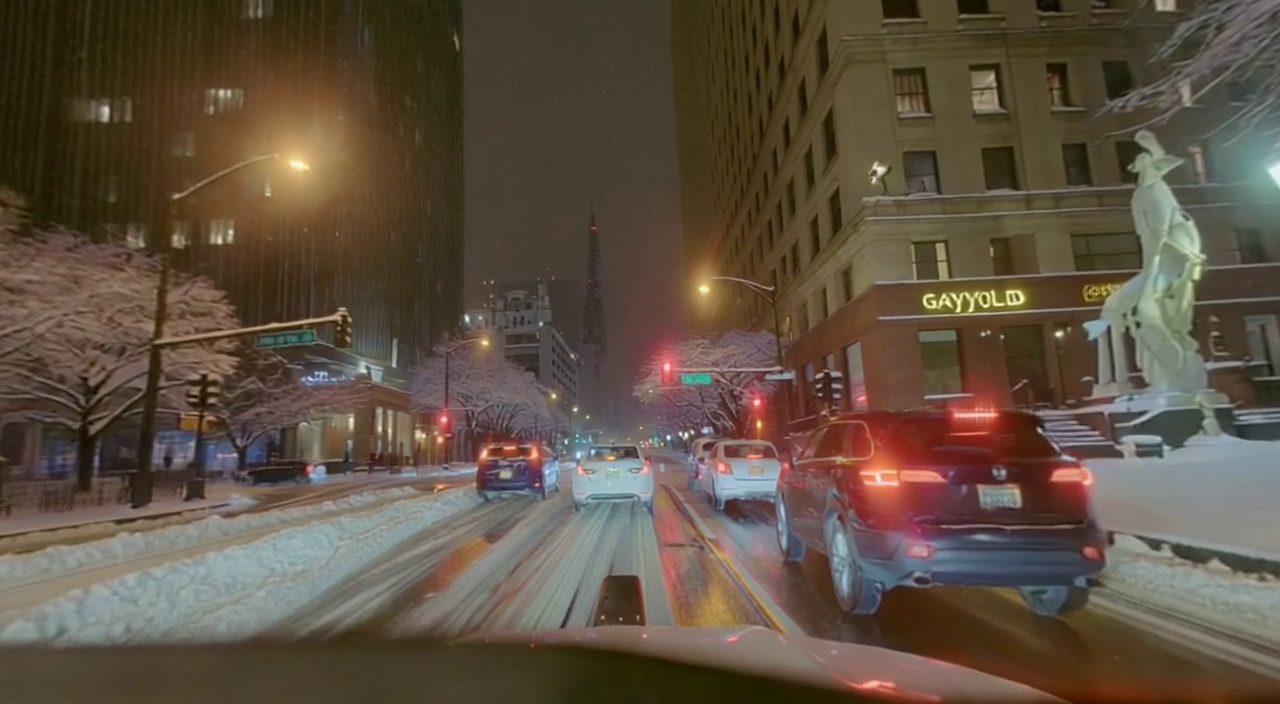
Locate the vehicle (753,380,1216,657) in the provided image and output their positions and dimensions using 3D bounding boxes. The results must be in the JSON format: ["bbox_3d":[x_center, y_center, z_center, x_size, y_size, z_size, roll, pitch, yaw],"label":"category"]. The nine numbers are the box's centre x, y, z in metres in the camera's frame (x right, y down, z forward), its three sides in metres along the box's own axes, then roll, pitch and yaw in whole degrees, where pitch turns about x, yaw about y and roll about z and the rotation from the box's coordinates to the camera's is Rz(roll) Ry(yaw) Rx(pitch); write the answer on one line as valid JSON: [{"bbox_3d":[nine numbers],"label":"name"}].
[{"bbox_3d":[2.629,1.405,6.377,2.096,1.775,4.440,0,-9,-1],"label":"vehicle"}]

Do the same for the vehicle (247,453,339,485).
[{"bbox_3d":[-20.701,6.988,37.880,4.612,1.752,1.953,4,-10,-25],"label":"vehicle"}]

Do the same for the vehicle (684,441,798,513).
[{"bbox_3d":[2.233,2.888,15.143,1.943,1.449,4.202,0,-9,-1],"label":"vehicle"}]

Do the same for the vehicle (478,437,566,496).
[{"bbox_3d":[-3.587,3.595,20.224,2.045,1.633,4.864,0,-9,-2],"label":"vehicle"}]

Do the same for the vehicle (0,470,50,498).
[{"bbox_3d":[-40.208,8.305,39.766,4.224,1.622,1.808,0,-9,-1],"label":"vehicle"}]

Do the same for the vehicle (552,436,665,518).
[{"bbox_3d":[-0.619,2.640,13.819,2.096,1.492,4.071,0,-9,-1],"label":"vehicle"}]

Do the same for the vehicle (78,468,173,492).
[{"bbox_3d":[-32.306,8.040,39.748,4.392,1.427,1.764,0,-9,-1],"label":"vehicle"}]
